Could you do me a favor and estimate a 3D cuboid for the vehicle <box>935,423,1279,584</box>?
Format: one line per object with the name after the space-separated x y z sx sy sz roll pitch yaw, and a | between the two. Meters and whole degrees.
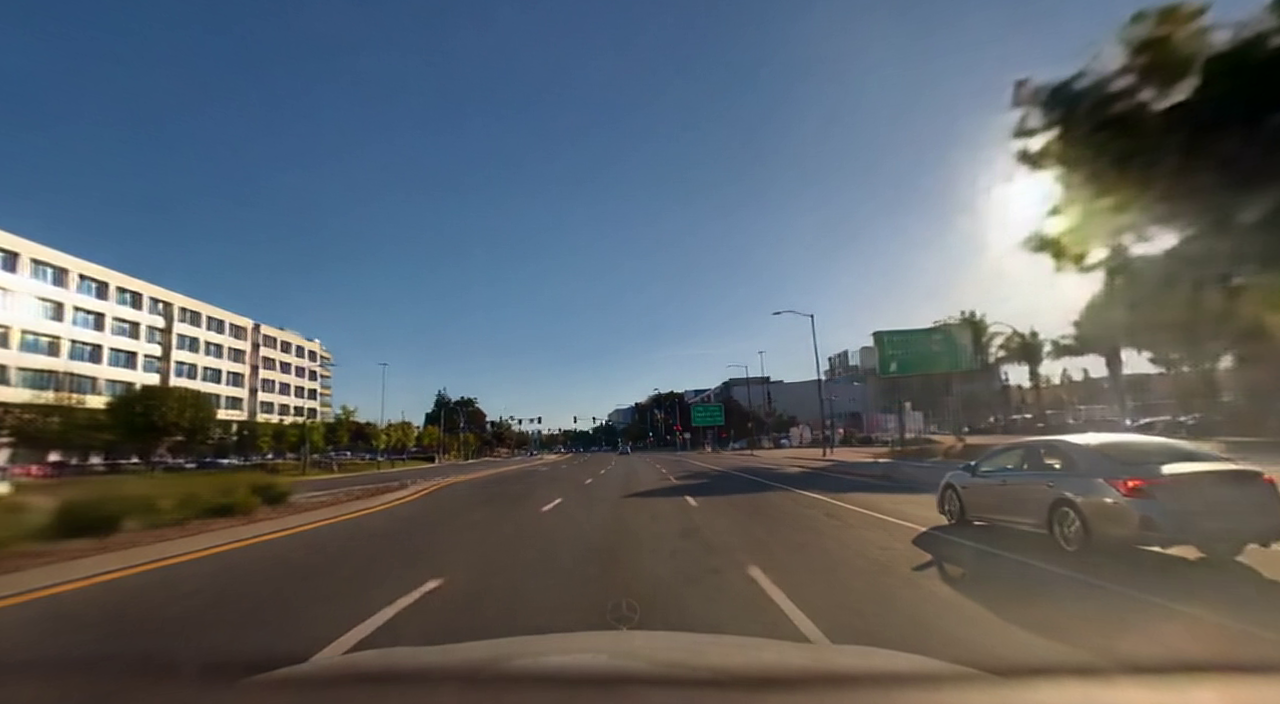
6.026 1.773 8.299 2.070 1.491 4.575 0 -9 0 | vehicle
